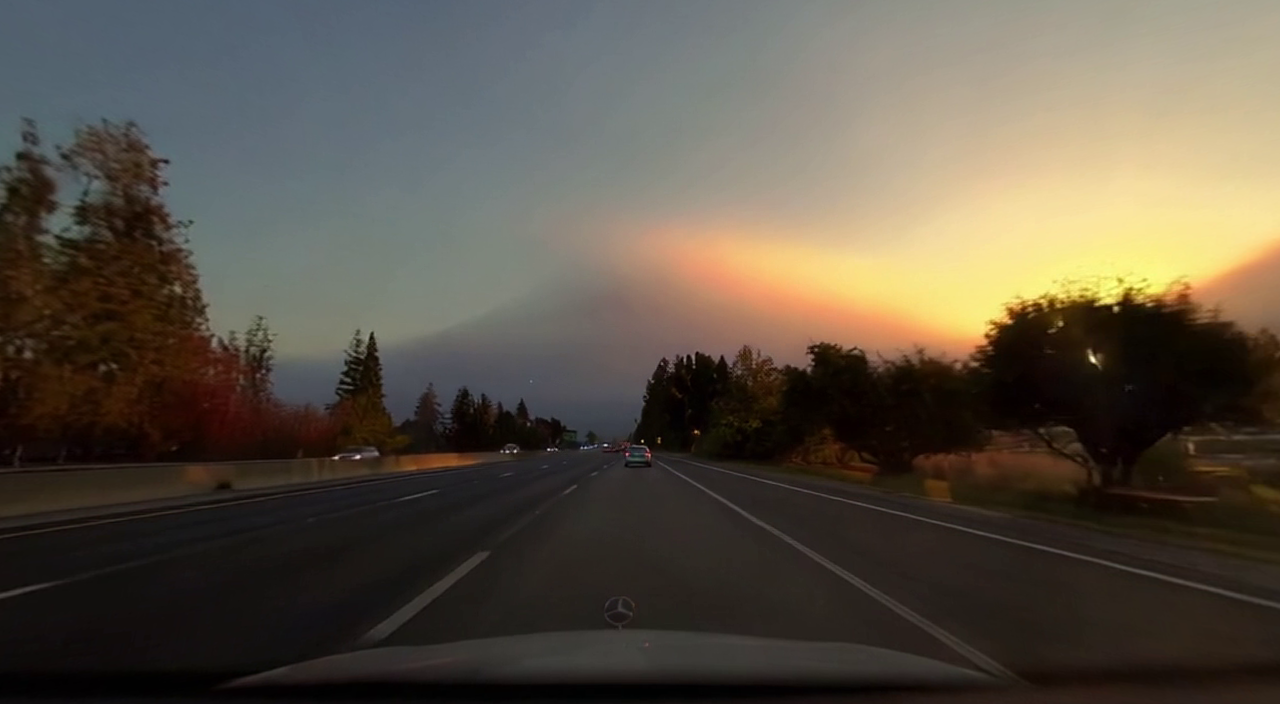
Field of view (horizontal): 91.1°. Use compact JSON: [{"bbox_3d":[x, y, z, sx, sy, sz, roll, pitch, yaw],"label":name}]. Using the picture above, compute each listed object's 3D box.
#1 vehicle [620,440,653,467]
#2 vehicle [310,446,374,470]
[{"bbox_3d":[-0.231,6.815,42.475,2.120,1.715,4.153,0,-9,-1],"label":"vehicle"},{"bbox_3d":[-20.102,7.163,42.661,2.024,1.483,4.685,0,-9,0],"label":"vehicle"}]
